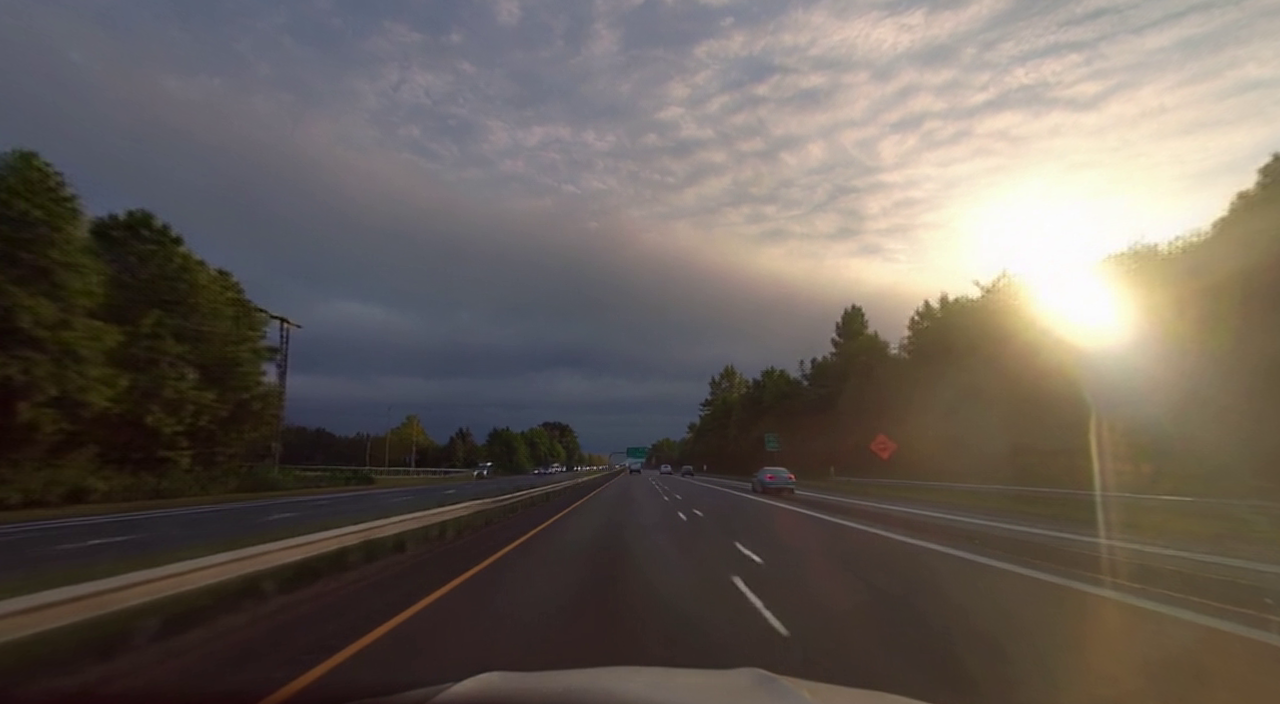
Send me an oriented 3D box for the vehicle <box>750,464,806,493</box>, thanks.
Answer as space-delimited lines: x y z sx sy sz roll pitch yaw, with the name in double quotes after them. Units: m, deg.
7.587 7.013 35.101 2.024 1.476 4.352 1 -10 -2 "vehicle"
